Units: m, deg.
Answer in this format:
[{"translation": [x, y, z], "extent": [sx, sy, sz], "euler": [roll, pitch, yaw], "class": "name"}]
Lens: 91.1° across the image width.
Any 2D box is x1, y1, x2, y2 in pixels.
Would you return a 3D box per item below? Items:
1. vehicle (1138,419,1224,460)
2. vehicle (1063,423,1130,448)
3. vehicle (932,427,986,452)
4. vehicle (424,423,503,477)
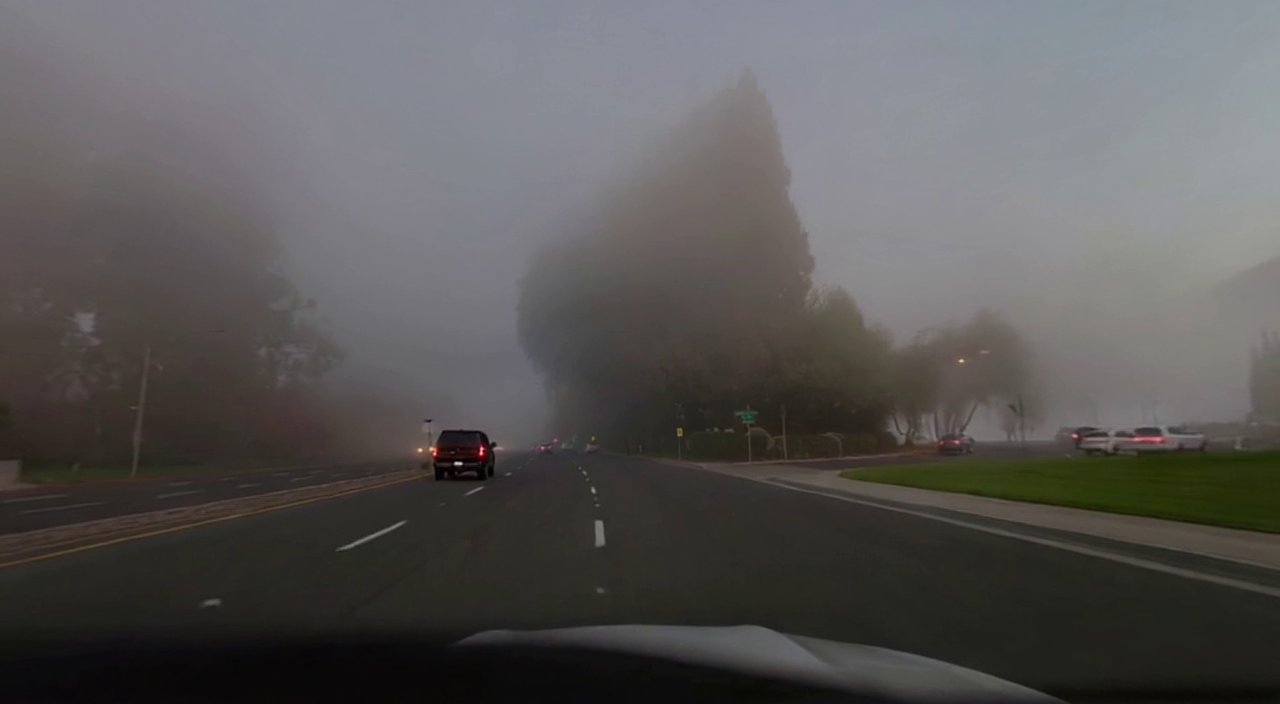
[{"translation": [25.499, 4.164, 29.529], "extent": [4.520, 1.746, 2.295], "euler": [8, -12, -41], "class": "vehicle"}, {"translation": [35.158, 6.429, 48.239], "extent": [6.133, 1.800, 2.631], "euler": [7, -11, -40], "class": "vehicle"}, {"translation": [23.972, 6.604, 47.052], "extent": [4.646, 1.768, 1.990], "euler": [8, -12, -42], "class": "vehicle"}, {"translation": [-7.876, 4.475, 28.725], "extent": [2.507, 2.161, 6.049], "euler": [1, -9, -7], "class": "vehicle"}]
